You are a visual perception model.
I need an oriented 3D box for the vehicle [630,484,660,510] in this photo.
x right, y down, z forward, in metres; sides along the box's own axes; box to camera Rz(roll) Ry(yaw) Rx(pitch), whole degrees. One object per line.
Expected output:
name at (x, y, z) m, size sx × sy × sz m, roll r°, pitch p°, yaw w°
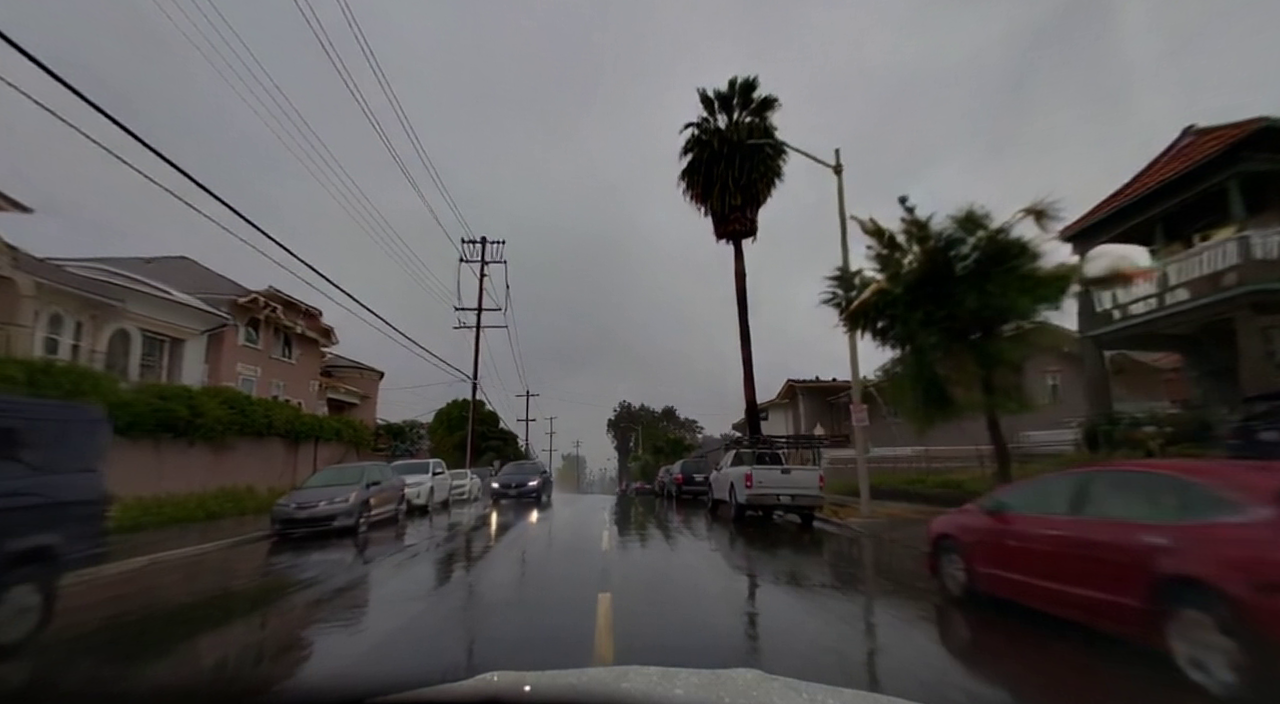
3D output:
vehicle at (0.283, 10.094, 44.036) m, size 1.756 × 1.455 × 3.965 m, roll 0°, pitch -8°, yaw -4°

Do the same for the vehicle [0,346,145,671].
vehicle at (-5.299, 0.819, 2.619) m, size 2.348 × 2.144 × 5.481 m, roll 1°, pitch -8°, yaw -5°

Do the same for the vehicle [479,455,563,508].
vehicle at (-3.832, 4.259, 21.125) m, size 2.060 × 1.483 × 4.574 m, roll 0°, pitch -8°, yaw -2°

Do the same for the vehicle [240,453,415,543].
vehicle at (-6.360, 2.945, 13.474) m, size 1.889 × 1.499 × 4.468 m, roll 1°, pitch -8°, yaw -7°

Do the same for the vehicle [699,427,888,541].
vehicle at (3.049, 2.801, 14.346) m, size 2.358 × 2.008 × 5.957 m, roll 1°, pitch -8°, yaw -5°

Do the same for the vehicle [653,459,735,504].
vehicle at (1.979, 5.002, 24.728) m, size 2.212 × 1.476 × 4.678 m, roll 1°, pitch -8°, yaw -8°

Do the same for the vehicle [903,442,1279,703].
vehicle at (3.994, 1.389, 4.448) m, size 1.912 × 1.477 × 4.691 m, roll 1°, pitch -8°, yaw -5°
